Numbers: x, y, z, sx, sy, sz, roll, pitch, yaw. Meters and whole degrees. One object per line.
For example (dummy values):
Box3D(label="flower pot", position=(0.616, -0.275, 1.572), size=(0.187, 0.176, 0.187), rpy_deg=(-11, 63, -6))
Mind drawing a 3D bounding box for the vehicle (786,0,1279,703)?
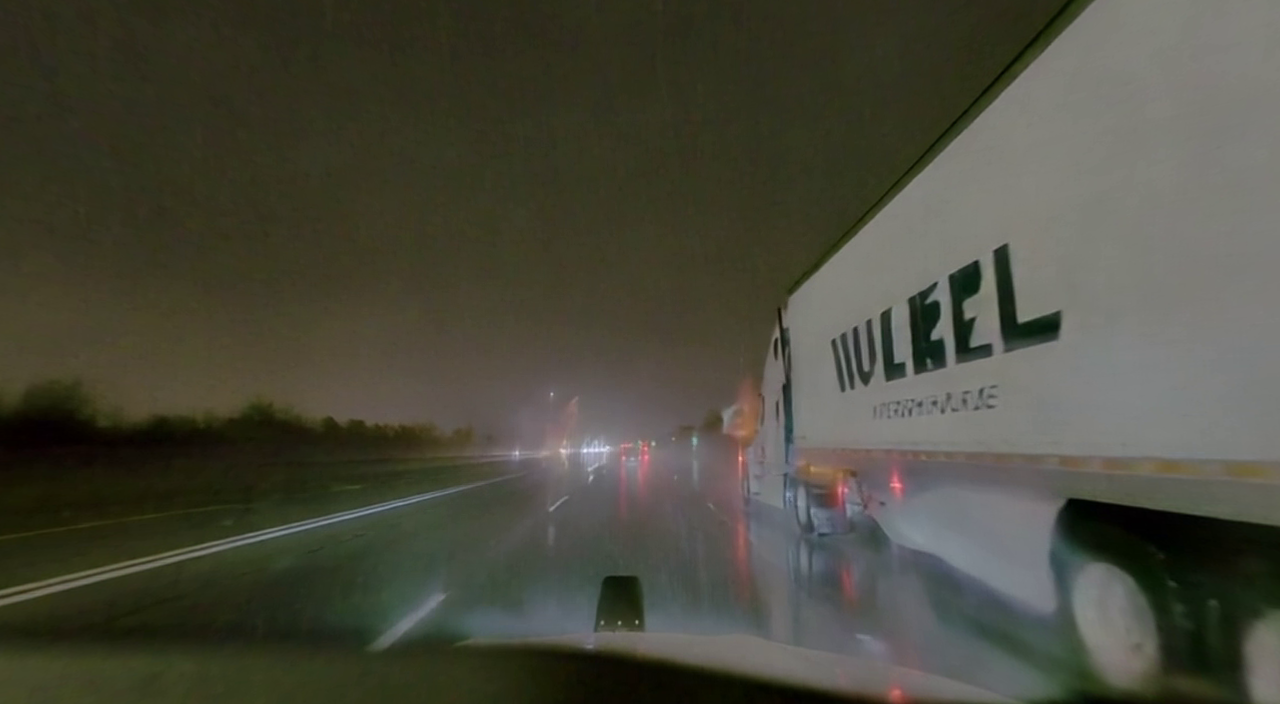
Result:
Box3D(label="vehicle", position=(4.024, 0.232, 5.143), size=(3.027, 3.989, 10.585), rpy_deg=(0, -9, 0))
